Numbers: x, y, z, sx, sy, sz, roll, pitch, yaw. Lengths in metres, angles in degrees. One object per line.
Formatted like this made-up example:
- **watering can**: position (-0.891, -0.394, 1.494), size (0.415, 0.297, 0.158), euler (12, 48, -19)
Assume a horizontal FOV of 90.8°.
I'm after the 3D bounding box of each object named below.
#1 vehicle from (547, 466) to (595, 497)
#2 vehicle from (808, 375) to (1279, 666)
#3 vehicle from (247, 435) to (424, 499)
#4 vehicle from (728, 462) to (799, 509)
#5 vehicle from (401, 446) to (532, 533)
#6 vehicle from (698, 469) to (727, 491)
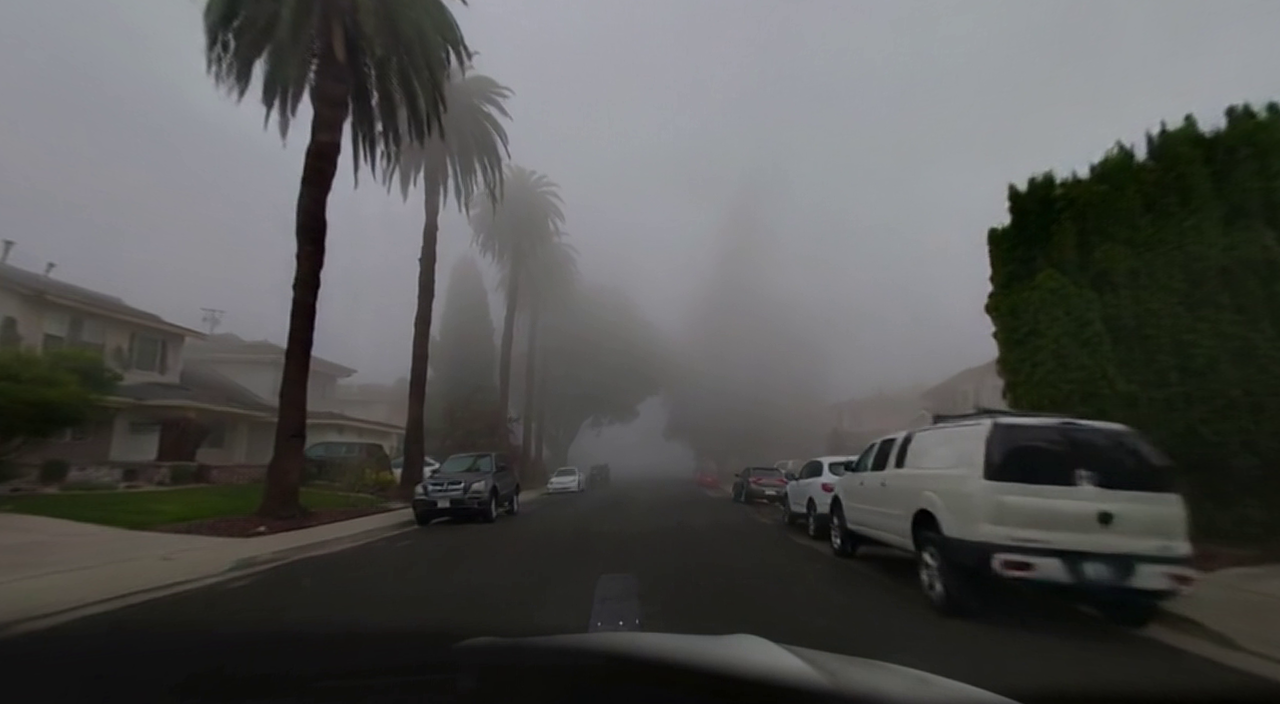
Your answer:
- **vehicle**: position (-3.707, 7.045, 34.611), size (2.080, 1.479, 4.531), euler (0, -10, 0)
- **vehicle**: position (3.852, 1.645, 7.655), size (2.184, 2.038, 6.212), euler (0, -9, 3)
- **vehicle**: position (-10.591, 4.001, 22.366), size (4.991, 1.947, 2.329), euler (2, -8, 0)
- **vehicle**: position (4.704, 5.127, 24.625), size (1.987, 1.567, 4.112), euler (0, -9, 1)
- **vehicle**: position (-4.338, 3.456, 16.687), size (2.147, 1.823, 4.725), euler (-1, -7, 0)
- **vehicle**: position (5.634, 9.983, 49.582), size (1.867, 1.480, 4.678), euler (0, -9, 2)
